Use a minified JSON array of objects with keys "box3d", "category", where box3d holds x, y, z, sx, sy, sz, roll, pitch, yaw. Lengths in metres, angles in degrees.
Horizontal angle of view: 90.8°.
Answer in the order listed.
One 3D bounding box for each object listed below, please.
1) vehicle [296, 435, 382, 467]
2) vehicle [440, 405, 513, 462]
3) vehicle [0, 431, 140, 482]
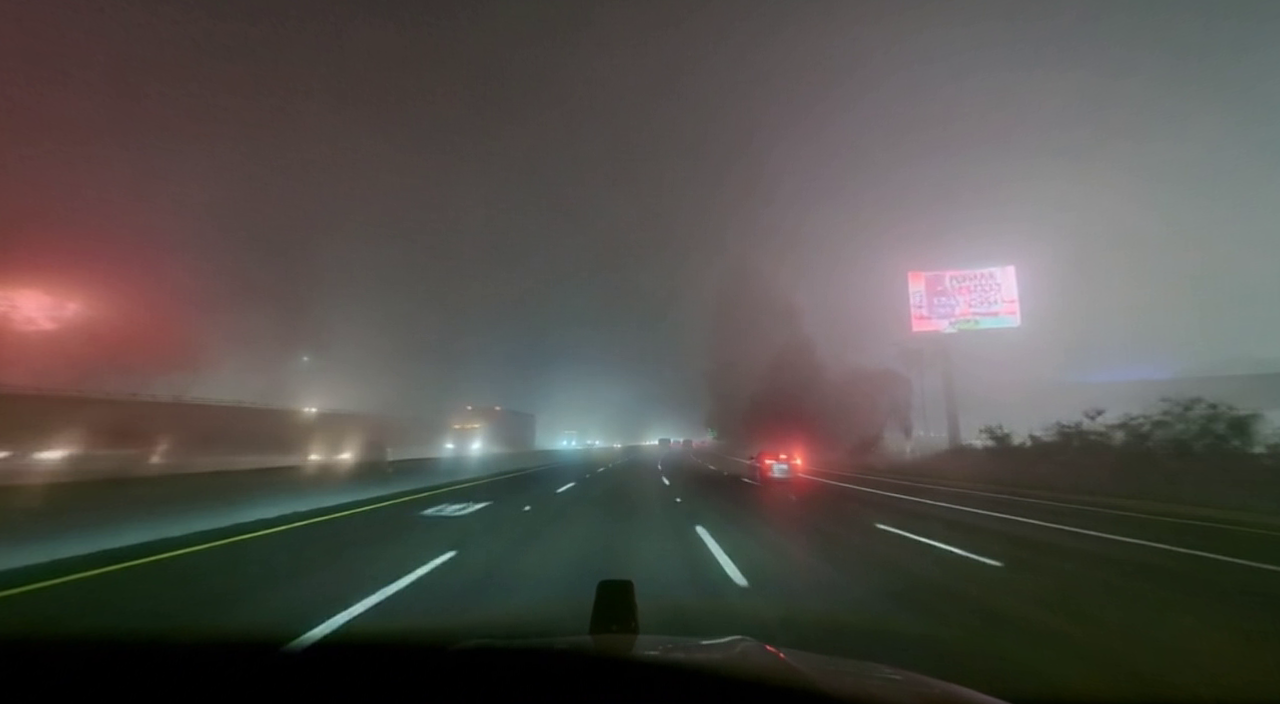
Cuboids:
[{"box3d":[-16.001,5.292,33.887,2.232,1.604,4.646,0,-8,1],"category":"vehicle"},{"box3d":[-12.028,6.201,47.509,3.010,3.944,8.280,0,-8,2],"category":"vehicle"},{"box3d":[-19.483,3.420,20.867,2.098,1.473,4.578,0,-8,1],"category":"vehicle"}]
